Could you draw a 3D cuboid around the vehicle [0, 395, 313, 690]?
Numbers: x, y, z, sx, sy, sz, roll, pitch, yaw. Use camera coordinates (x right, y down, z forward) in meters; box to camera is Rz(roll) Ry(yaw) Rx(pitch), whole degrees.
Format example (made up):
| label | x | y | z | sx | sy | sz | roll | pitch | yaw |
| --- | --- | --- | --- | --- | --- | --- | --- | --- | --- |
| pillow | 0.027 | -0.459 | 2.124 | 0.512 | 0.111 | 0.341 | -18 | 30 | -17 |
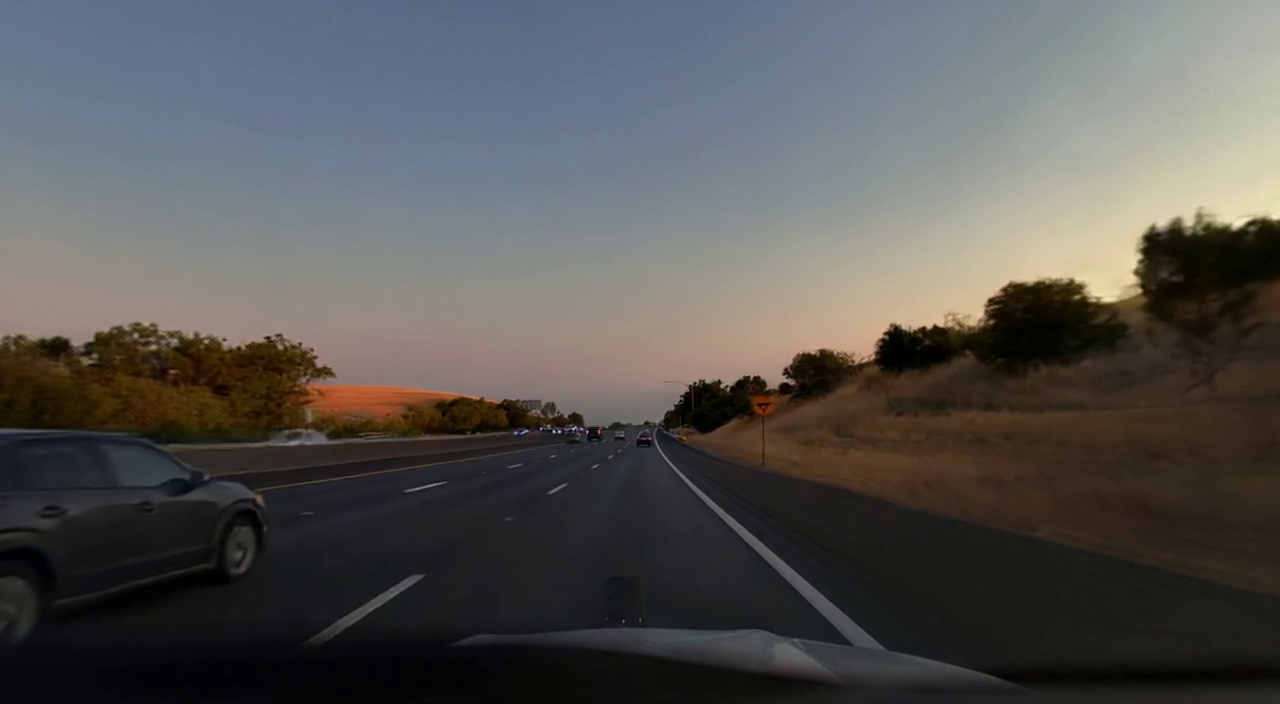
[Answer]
| label | x | y | z | sx | sy | sz | roll | pitch | yaw |
| --- | --- | --- | --- | --- | --- | --- | --- | --- | --- |
| vehicle | -4.445 | 1.125 | 4.084 | 2.071 | 1.556 | 4.729 | 0 | -8 | 1 |
